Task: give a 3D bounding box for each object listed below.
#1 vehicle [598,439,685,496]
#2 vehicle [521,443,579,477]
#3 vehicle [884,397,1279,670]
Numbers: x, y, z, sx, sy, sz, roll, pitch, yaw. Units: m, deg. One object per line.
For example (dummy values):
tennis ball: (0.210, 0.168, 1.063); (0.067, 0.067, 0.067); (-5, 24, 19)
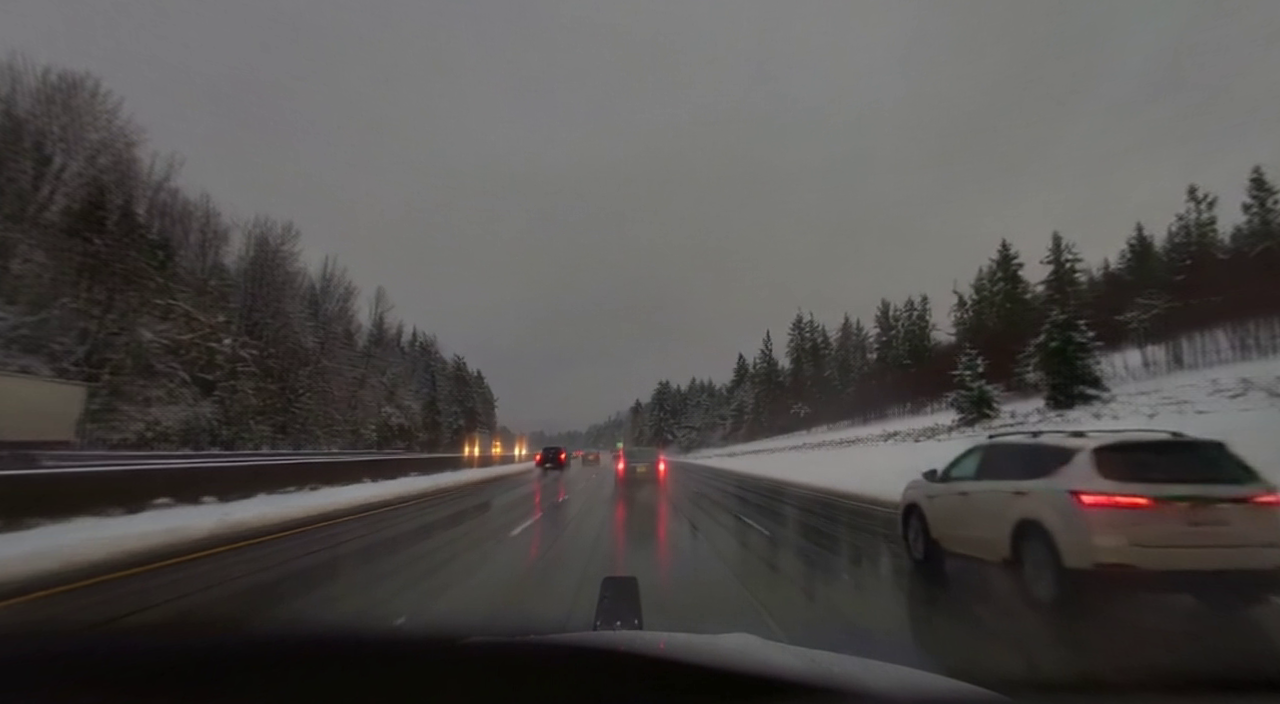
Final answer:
vehicle: (0.001, 3.824, 21.076); (2.634, 1.679, 4.070); (0, -9, -2)
vehicle: (-4.770, 5.832, 33.972); (2.545, 1.679, 4.267); (0, -9, -1)
vehicle: (4.253, 1.389, 5.913); (2.035, 1.571, 4.413); (0, -9, -1)
